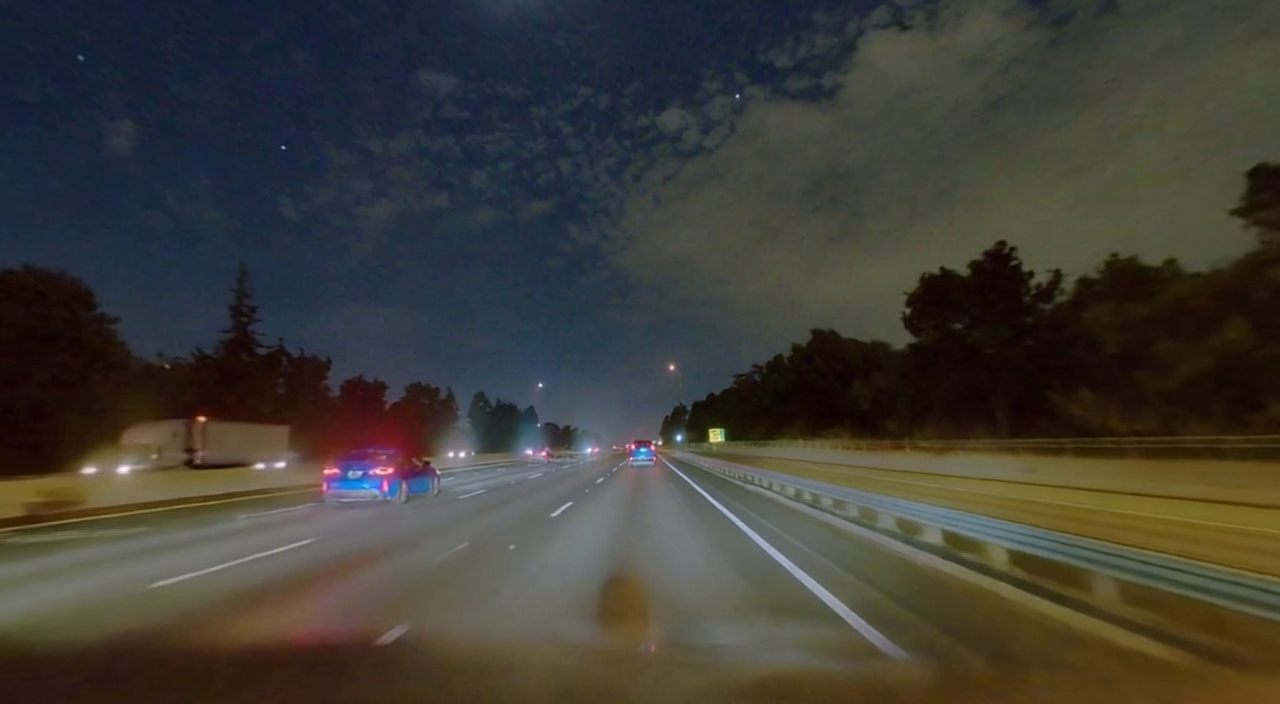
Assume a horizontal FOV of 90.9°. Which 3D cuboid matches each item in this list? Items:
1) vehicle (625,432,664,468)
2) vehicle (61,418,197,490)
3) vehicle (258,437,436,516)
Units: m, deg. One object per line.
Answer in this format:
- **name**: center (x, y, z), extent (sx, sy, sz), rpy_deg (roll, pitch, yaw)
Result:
- **vehicle**: center (0.243, 6.190, 40.073), extent (2.318, 2.145, 4.561), rpy_deg (0, -8, 0)
- **vehicle**: center (-16.904, 3.387, 21.074), extent (1.677, 2.162, 3.235), rpy_deg (-2, -9, 2)
- **vehicle**: center (-6.641, 2.845, 14.983), extent (2.116, 1.570, 4.377), rpy_deg (0, -8, 0)
